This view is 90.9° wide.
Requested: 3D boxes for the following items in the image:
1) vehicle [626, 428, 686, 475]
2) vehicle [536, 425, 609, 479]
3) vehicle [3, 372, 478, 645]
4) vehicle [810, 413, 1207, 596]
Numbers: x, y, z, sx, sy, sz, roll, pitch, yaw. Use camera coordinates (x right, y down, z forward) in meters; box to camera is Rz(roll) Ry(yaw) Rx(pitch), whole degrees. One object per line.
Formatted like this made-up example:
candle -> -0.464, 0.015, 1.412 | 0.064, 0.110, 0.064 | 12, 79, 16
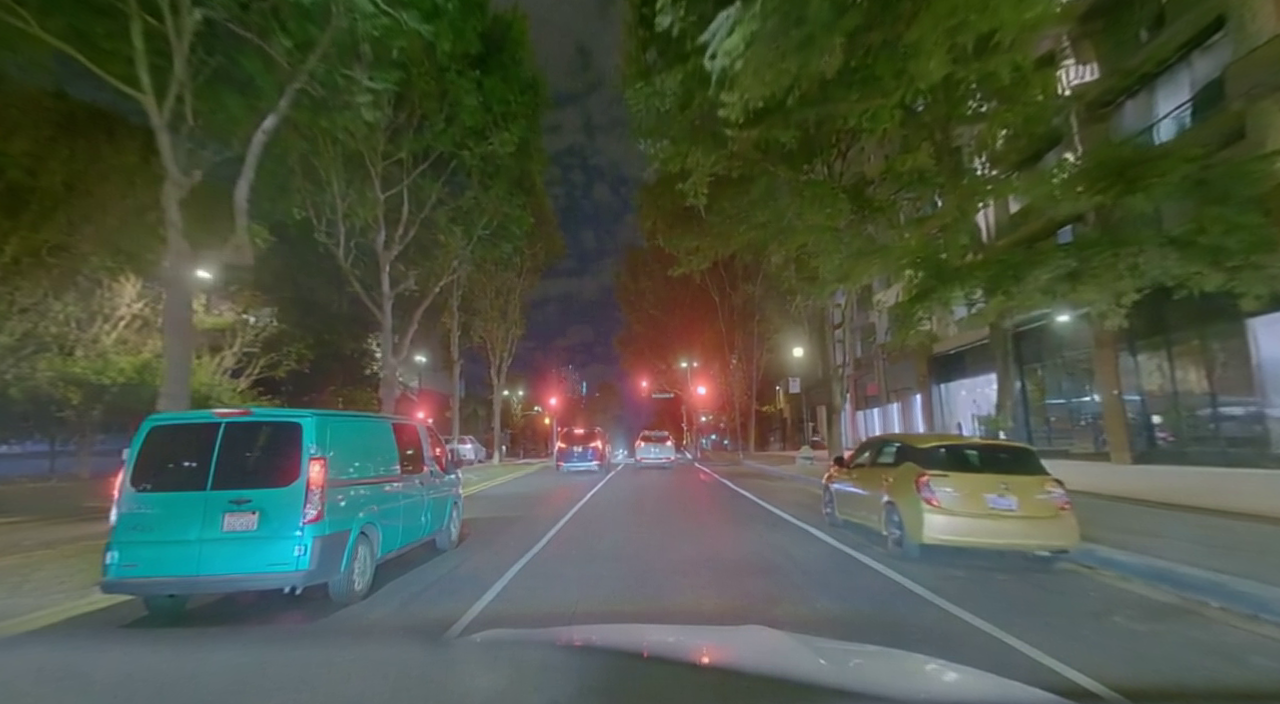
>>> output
vehicle -> 0.646, 3.995, 25.502 | 2.205, 1.727, 3.917 | -1, -8, 2
vehicle -> -2.386, 3.712, 23.661 | 2.124, 1.799, 4.587 | -1, -8, 2
vehicle -> -3.046, 1.259, 5.992 | 1.940, 1.722, 3.823 | -1, -8, 1
vehicle -> 3.611, 1.558, 7.419 | 2.067, 1.479, 4.409 | -1, -8, 1
